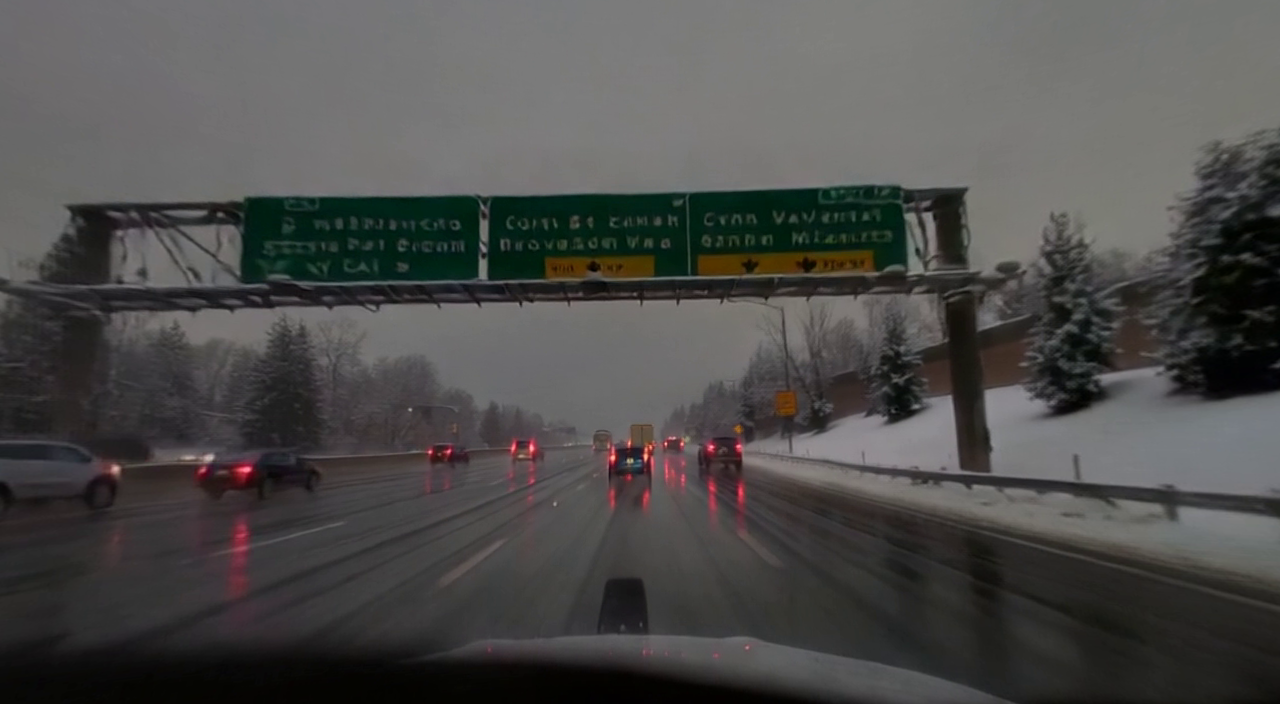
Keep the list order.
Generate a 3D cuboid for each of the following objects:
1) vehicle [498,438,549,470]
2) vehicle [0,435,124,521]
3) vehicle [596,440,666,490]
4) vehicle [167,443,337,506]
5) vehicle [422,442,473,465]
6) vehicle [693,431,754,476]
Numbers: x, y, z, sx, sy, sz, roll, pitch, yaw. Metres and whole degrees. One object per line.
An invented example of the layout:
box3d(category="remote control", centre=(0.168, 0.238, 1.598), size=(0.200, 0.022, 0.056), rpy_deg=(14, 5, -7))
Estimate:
box3d(category="vehicle", centre=(-6.596, 5.824, 36.135), size=(2.060, 1.669, 4.242), rpy_deg=(0, -9, 1))
box3d(category="vehicle", centre=(-13.830, 2.626, 13.305), size=(2.045, 1.712, 4.457), rpy_deg=(0, -9, 1))
box3d(category="vehicle", centre=(-0.241, 3.638, 20.721), size=(2.042, 1.446, 4.269), rpy_deg=(0, -9, 1))
box3d(category="vehicle", centre=(-10.519, 3.311, 17.575), size=(1.961, 1.510, 4.260), rpy_deg=(0, -9, 1))
box3d(category="vehicle", centre=(-14.002, 7.399, 46.133), size=(2.055, 1.628, 4.898), rpy_deg=(0, -9, 1))
box3d(category="vehicle", centre=(3.517, 4.360, 27.310), size=(2.001, 1.771, 4.250), rpy_deg=(0, -9, -1))
